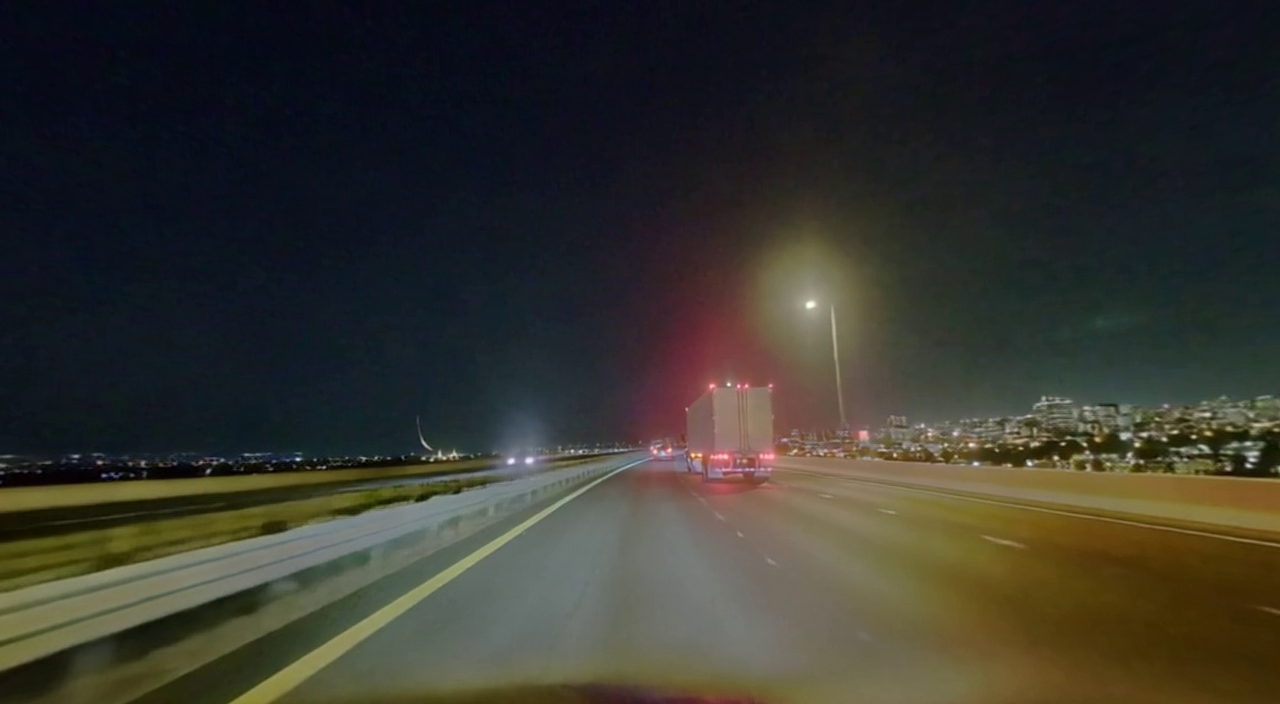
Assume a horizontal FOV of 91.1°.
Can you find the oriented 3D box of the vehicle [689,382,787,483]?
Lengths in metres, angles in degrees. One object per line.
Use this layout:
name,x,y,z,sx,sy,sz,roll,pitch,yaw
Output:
vehicle,4.366,4.162,31.402,2.965,4.028,12.529,0,-9,0
